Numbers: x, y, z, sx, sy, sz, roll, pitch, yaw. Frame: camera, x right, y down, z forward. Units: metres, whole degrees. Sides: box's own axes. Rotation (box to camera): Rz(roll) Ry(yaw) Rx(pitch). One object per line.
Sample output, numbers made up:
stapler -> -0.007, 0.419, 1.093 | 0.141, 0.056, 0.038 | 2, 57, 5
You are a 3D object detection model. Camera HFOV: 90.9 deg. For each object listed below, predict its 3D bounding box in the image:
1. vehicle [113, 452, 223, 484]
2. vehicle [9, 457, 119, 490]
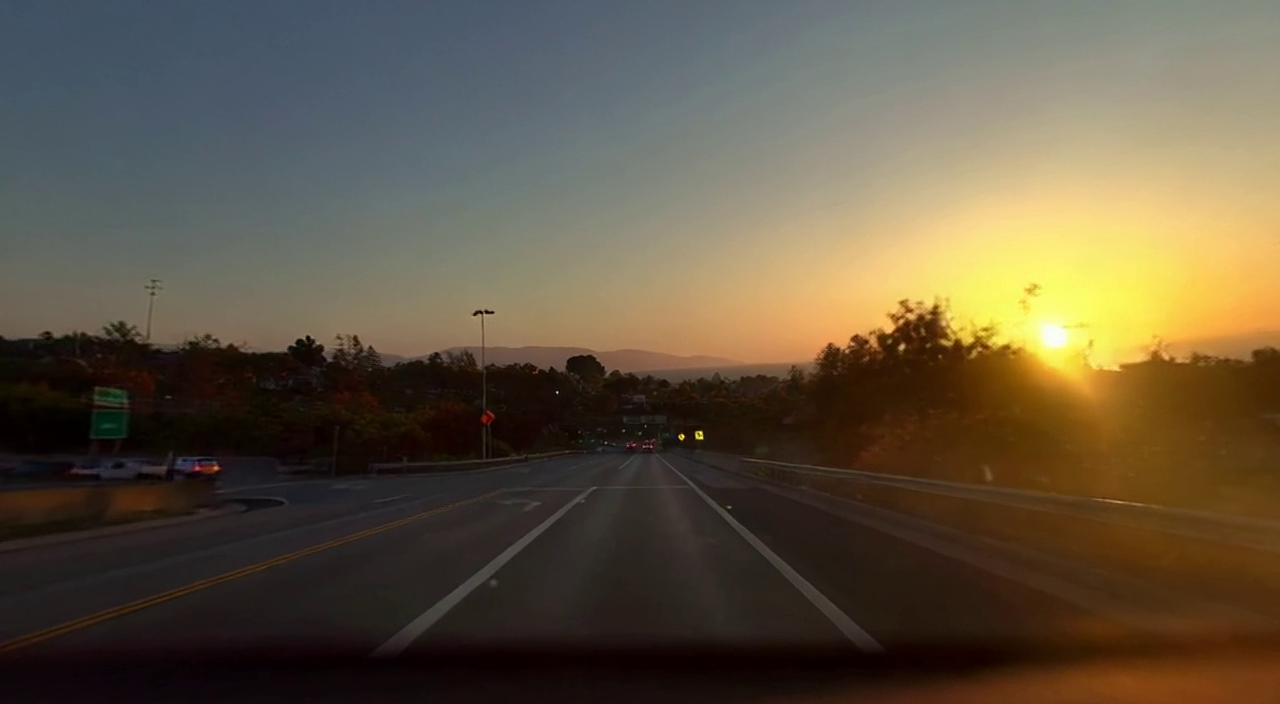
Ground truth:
vehicle -> -25.675, 6.291, 34.368 | 4.495, 1.641, 1.966 | -1, -8, 4
vehicle -> -31.612, 6.647, 34.668 | 4.260, 1.498, 1.850 | -3, -8, -1
